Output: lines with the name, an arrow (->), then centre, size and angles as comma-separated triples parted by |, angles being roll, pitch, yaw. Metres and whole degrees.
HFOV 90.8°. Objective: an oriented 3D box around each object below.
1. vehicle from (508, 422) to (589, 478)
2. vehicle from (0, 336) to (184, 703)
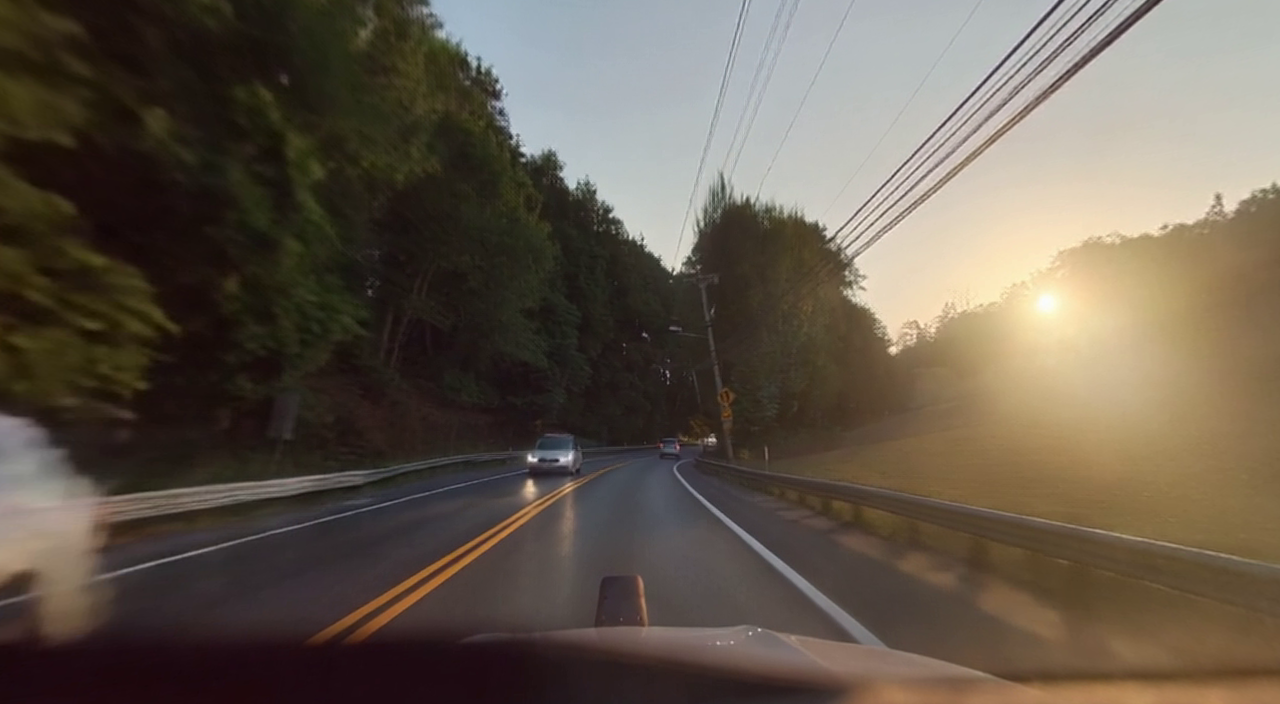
vehicle -> -3.542, 3.963, 25.662 | 2.343, 1.998, 4.973 | -1, -9, 2
vehicle -> -3.822, 0.654, 1.408 | 2.120, 1.821, 4.650 | 0, -9, 0
